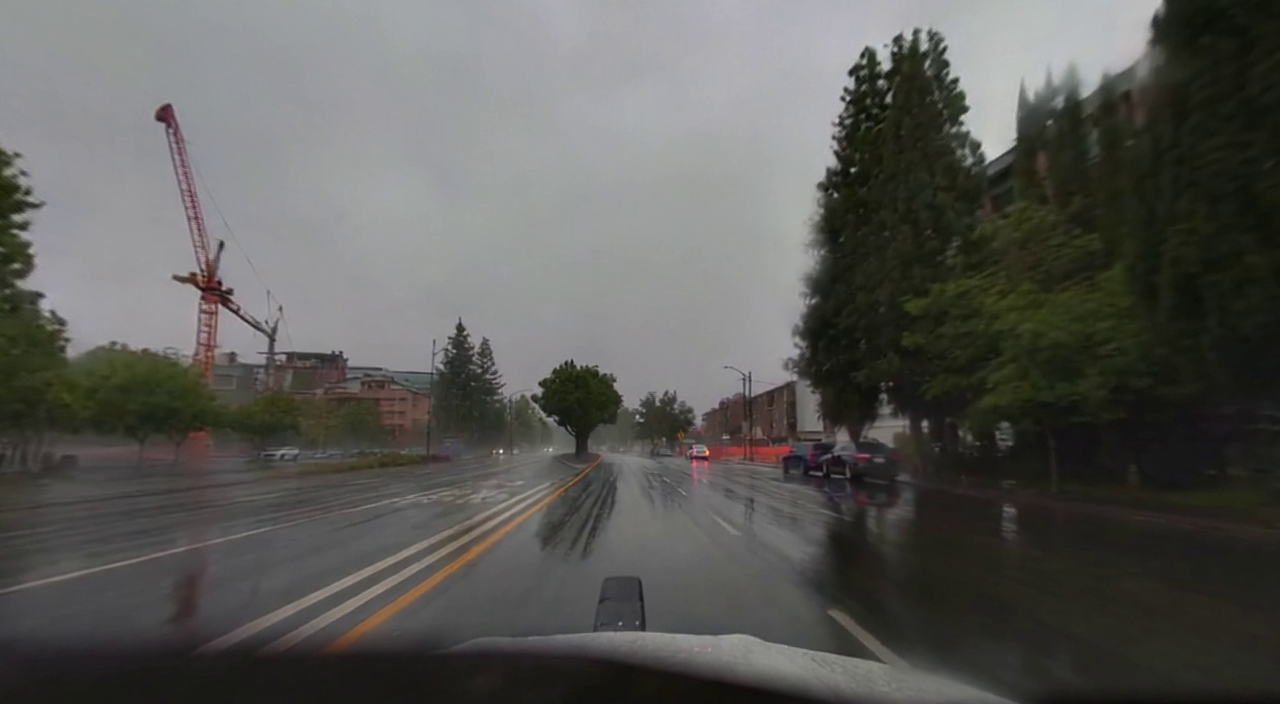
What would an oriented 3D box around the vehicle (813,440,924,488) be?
[{"bbox_3d":[7.764,3.824,22.056,1.946,1.472,4.753,0,-8,-3],"label":"vehicle"}]
